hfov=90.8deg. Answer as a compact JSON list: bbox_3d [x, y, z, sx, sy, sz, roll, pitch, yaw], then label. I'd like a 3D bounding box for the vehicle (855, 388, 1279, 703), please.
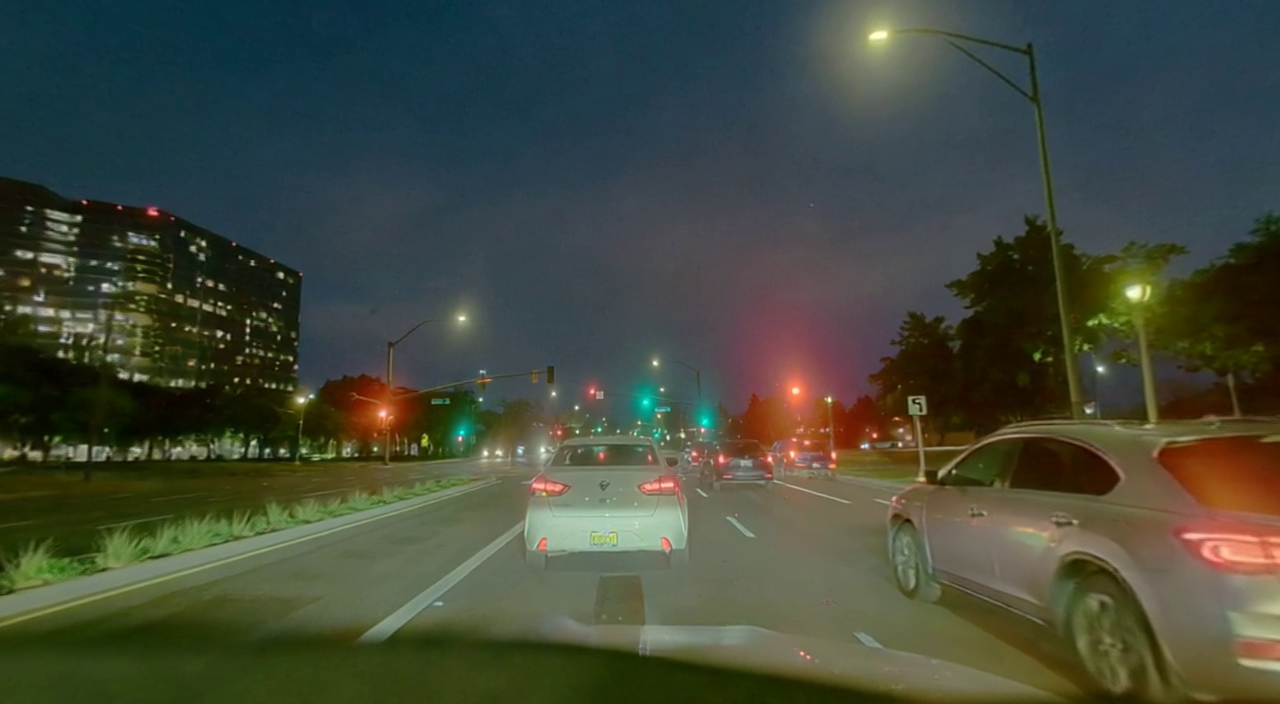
[{"bbox_3d":[3.167,1.164,4.188,1.910,1.474,4.263,0,-9,-1],"label":"vehicle"}]

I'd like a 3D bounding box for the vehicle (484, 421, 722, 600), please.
[{"bbox_3d":[-0.347,1.609,7.194,2.006,1.487,3.535,0,-9,-1],"label":"vehicle"}]

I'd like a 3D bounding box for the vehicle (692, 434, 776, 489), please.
[{"bbox_3d":[2.890,3.480,20.349,1.874,1.556,4.116,0,-9,-3],"label":"vehicle"}]
